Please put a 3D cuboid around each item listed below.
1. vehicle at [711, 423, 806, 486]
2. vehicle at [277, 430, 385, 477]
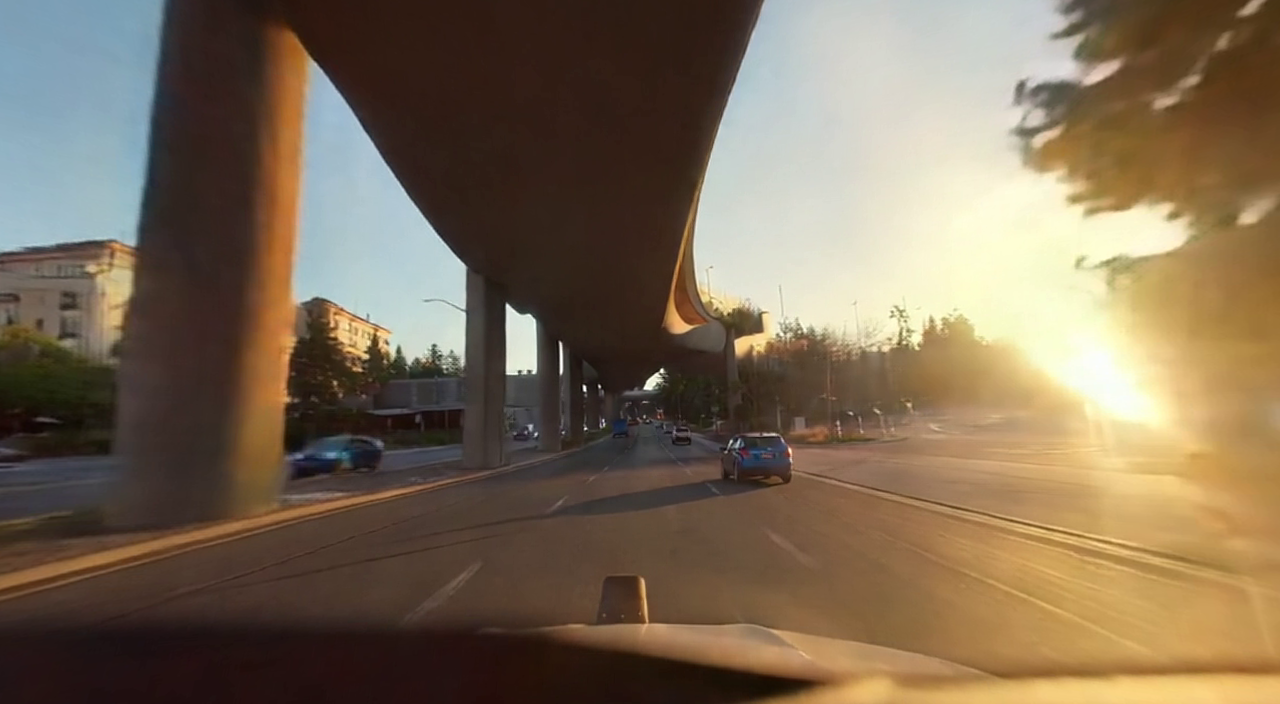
[{"bbox_3d":[3.569,3.187,19.849,2.110,1.712,4.489,0,-8,0],"label":"vehicle"},{"bbox_3d":[-12.249,4.042,25.337,1.976,1.694,4.453,0,-8,2],"label":"vehicle"}]
